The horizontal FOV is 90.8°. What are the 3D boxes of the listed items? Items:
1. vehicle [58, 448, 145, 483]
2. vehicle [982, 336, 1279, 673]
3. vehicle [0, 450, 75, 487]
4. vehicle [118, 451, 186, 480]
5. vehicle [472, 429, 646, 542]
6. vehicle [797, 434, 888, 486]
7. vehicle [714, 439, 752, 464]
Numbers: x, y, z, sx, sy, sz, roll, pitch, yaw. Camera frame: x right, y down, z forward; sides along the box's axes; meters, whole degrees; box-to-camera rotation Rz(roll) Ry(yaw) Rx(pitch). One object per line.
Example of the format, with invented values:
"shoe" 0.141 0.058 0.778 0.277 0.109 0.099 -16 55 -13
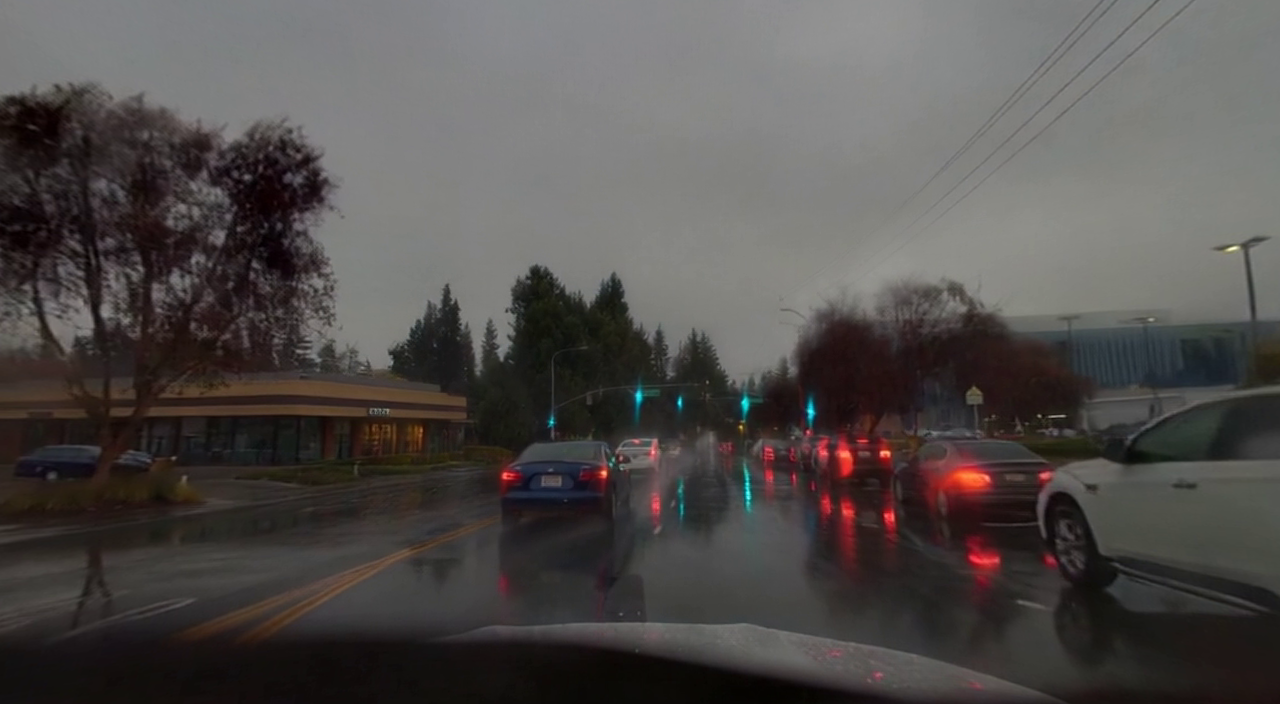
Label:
"vehicle" -26.671 5.550 31.266 4.127 1.583 1.978 -5 -10 32
"vehicle" 4.903 0.992 4.398 2.324 1.907 5.634 -1 -8 6
"vehicle" -27.203 5.184 28.431 3.865 1.499 1.804 -6 -11 37
"vehicle" -26.109 6.035 33.765 3.527 1.390 1.681 -6 -10 33
"vehicle" -1.080 2.112 10.723 1.968 1.497 4.286 -1 -8 6
"vehicle" 6.490 3.504 20.784 1.910 1.493 4.490 -1 -8 6
"vehicle" 5.635 6.101 38.852 2.095 1.473 4.301 -1 -8 6
